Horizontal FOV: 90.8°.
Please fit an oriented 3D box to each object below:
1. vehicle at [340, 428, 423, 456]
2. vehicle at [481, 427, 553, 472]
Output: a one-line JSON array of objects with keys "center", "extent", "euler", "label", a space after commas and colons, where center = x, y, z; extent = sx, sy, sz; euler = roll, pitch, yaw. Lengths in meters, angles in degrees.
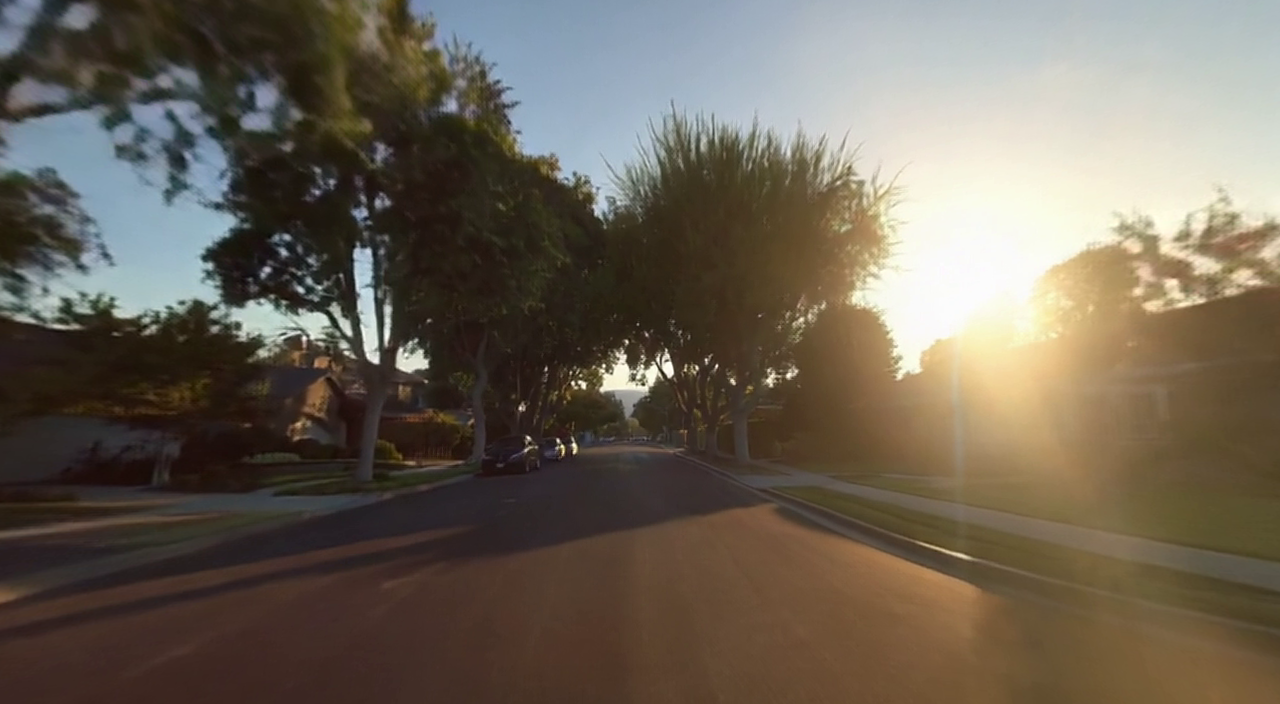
[{"center": [-16.917, 5.914, 41.512], "extent": [4.546, 1.791, 1.992], "euler": [0, -9, -1], "label": "vehicle"}, {"center": [-5.585, 4.541, 29.615], "extent": [2.341, 1.886, 5.684], "euler": [0, -8, -1], "label": "vehicle"}]
